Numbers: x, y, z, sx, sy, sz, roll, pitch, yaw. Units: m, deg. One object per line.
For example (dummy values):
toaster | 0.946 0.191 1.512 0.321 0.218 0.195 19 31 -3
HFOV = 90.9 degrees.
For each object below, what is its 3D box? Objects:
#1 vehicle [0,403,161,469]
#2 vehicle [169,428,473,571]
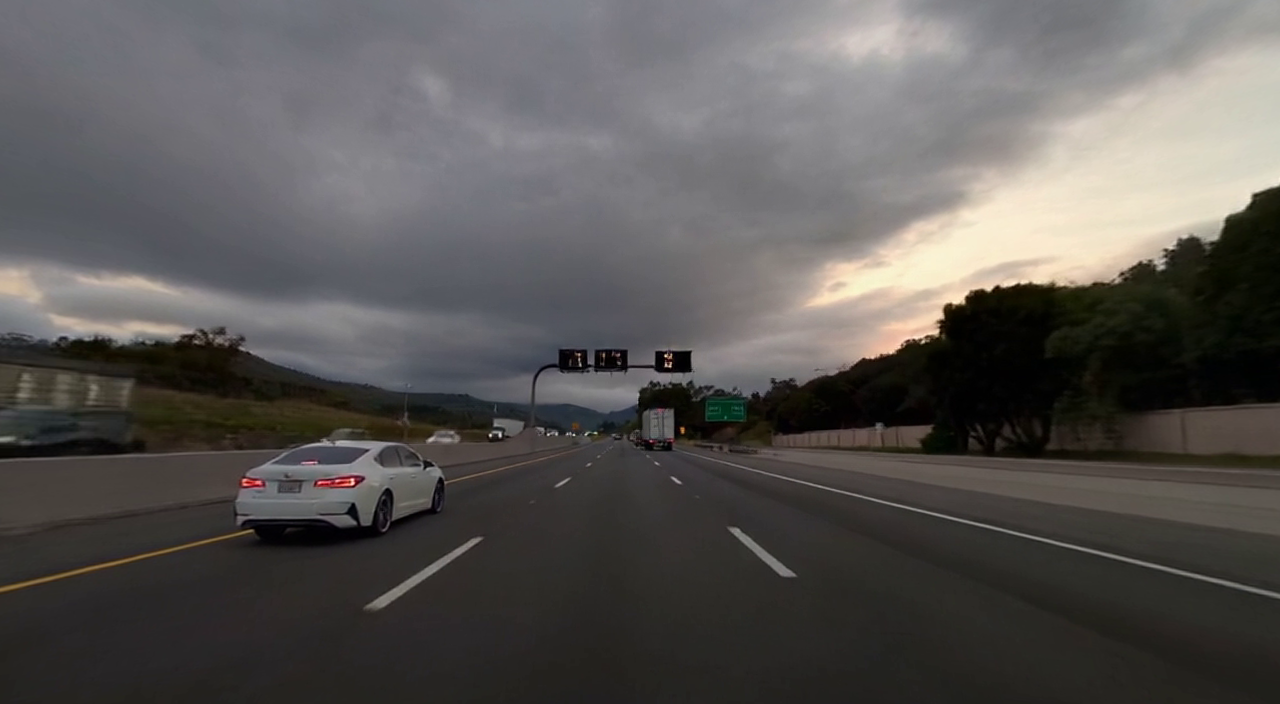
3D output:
vehicle | -16.229 2.370 17.606 2.198 1.601 4.448 0 -8 -1
vehicle | -3.885 1.825 8.757 1.971 1.444 4.401 0 -8 -1
